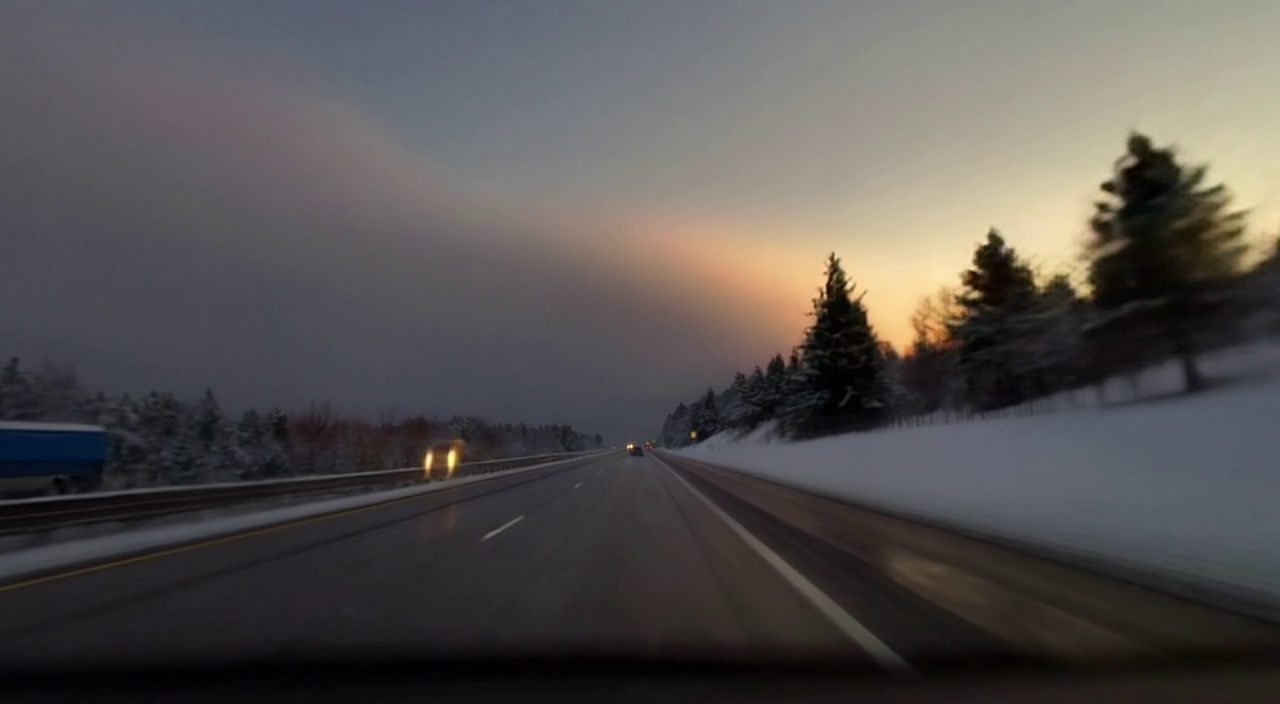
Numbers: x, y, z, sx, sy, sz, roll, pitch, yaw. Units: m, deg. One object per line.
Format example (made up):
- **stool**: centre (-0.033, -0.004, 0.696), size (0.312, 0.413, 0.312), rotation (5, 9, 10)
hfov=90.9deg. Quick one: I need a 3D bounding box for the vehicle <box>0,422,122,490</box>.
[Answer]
- **vehicle**: centre (-40.997, 6.455, 39.235), size (4.331, 4.091, 18.781), rotation (1, -8, -9)
